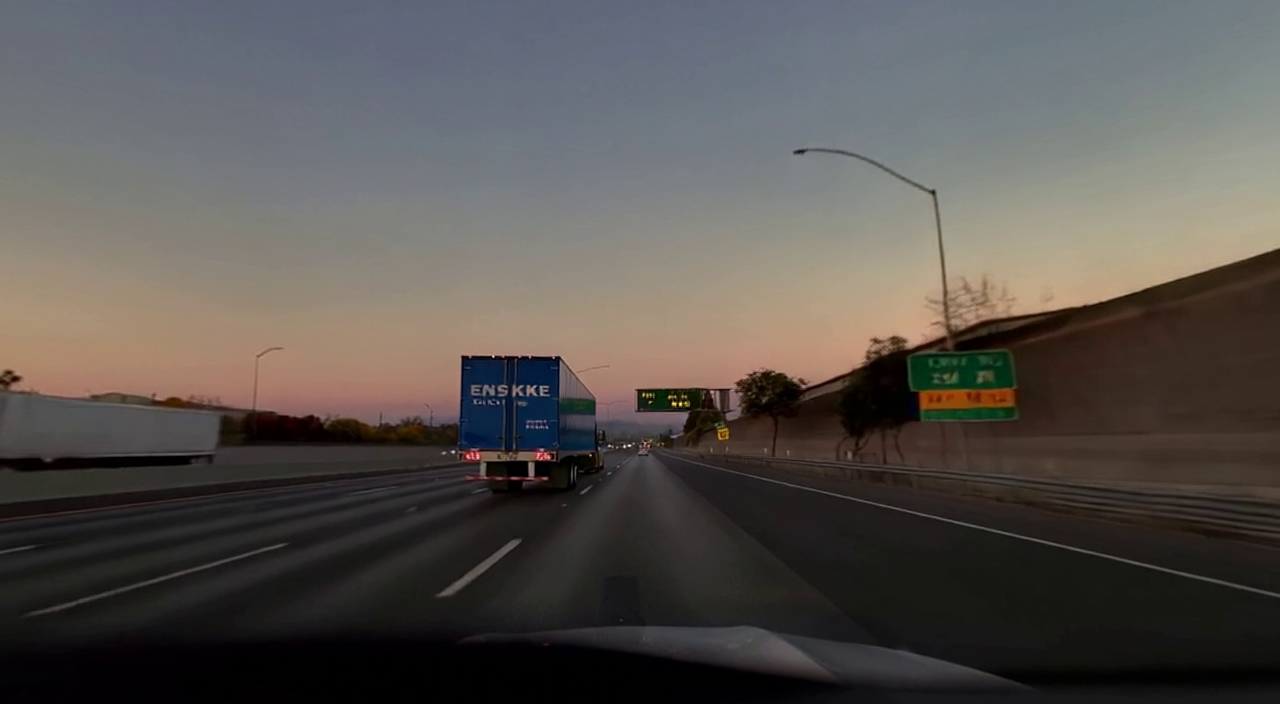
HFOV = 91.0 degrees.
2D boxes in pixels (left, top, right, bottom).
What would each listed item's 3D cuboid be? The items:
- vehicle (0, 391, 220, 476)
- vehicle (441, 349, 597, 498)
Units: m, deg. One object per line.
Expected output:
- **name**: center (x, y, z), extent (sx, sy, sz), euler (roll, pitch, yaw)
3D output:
- **vehicle**: center (-32.050, 4.981, 37.151), extent (2.915, 4.008, 16.819), euler (0, -9, 0)
- **vehicle**: center (-3.570, 2.707, 22.274), extent (3.059, 3.956, 11.036), euler (0, -9, 1)
